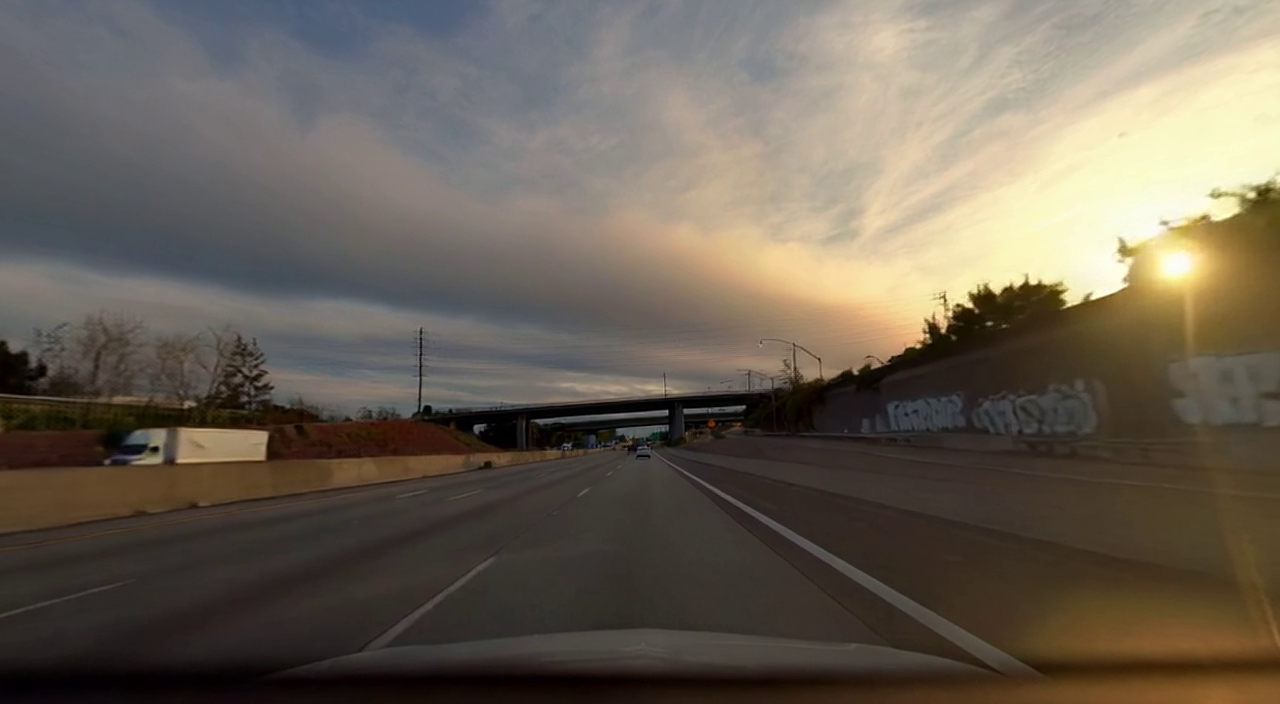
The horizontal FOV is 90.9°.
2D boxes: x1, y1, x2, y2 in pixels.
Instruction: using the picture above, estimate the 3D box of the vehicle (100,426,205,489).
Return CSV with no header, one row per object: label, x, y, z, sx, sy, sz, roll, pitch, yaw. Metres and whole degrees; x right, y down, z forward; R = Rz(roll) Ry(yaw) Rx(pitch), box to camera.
vehicle,-33.281,7.190,43.330,2.901,3.943,6.001,1,-9,-9
